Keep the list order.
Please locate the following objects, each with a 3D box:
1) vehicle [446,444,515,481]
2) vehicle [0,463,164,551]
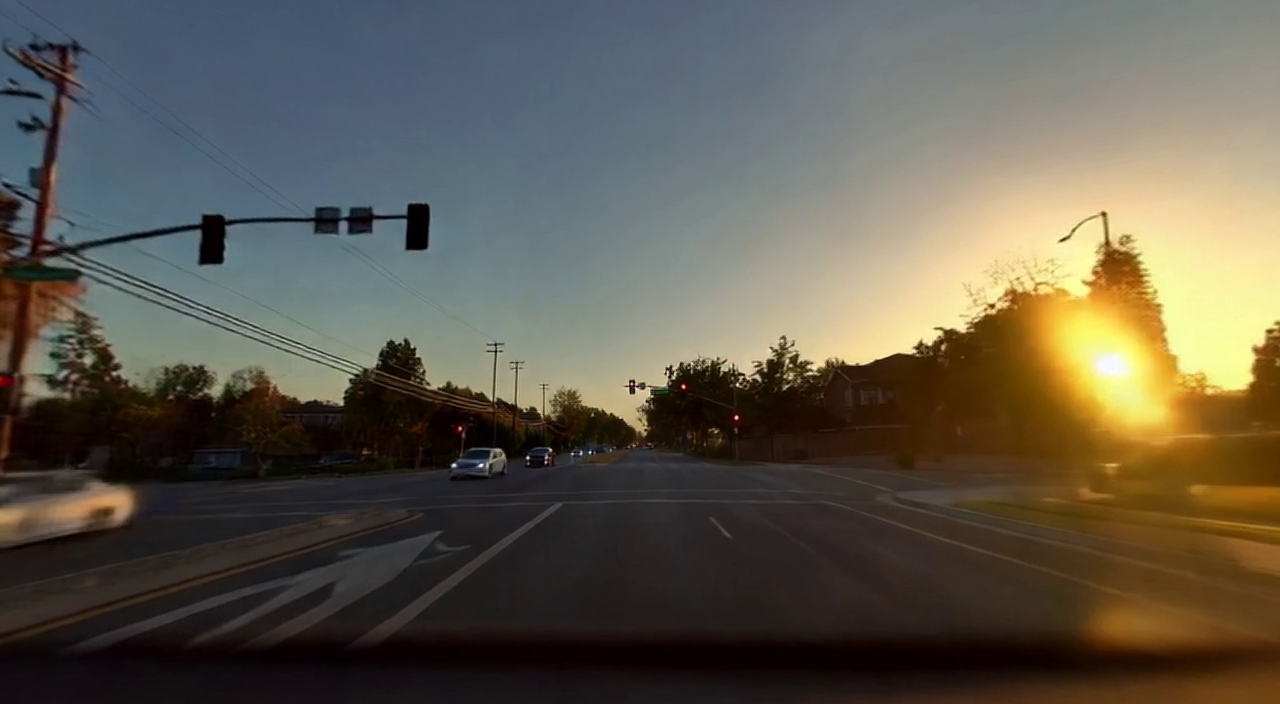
[{"bbox_3d":[-8.528,5.930,34.301,2.206,1.836,5.559,-1,-8,2],"label":"vehicle"},{"bbox_3d":[-12.199,3.030,12.729,1.825,1.435,4.211,0,-8,0],"label":"vehicle"}]
